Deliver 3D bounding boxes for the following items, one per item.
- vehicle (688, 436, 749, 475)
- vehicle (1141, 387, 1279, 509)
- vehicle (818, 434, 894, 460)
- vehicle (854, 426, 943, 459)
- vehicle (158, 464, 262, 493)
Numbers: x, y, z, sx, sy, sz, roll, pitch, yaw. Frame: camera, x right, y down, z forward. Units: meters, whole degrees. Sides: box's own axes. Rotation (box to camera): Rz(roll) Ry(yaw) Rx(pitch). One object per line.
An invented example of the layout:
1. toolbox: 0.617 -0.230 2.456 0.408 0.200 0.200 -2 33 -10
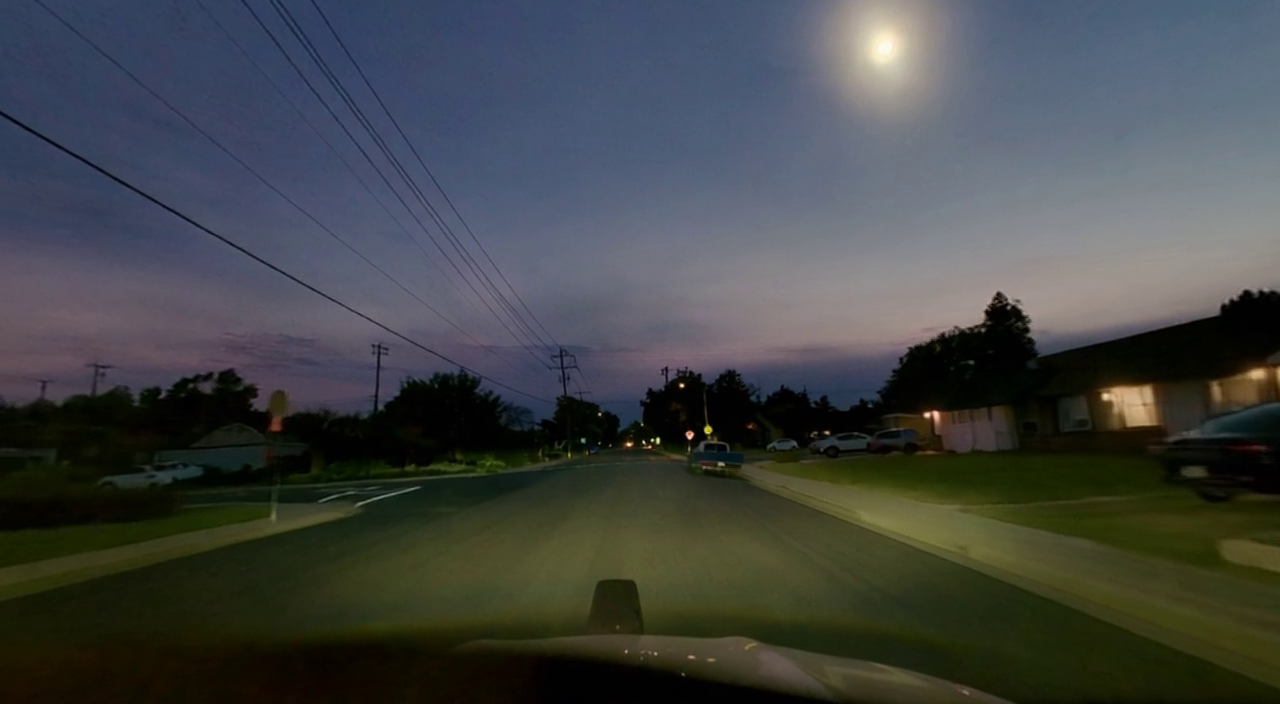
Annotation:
1. vehicle: 3.613 4.871 29.989 2.134 1.720 4.515 0 -8 -3
2. vehicle: 11.223 1.534 10.173 4.528 1.752 1.982 0 -8 1
3. vehicle: 13.687 6.025 40.191 4.116 1.435 1.920 -2 -8 1
4. vehicle: 15.164 5.320 37.228 4.283 1.660 2.035 -3 -6 0
5. vehicle: -24.041 7.081 35.405 4.479 1.475 1.842 0 -8 2
